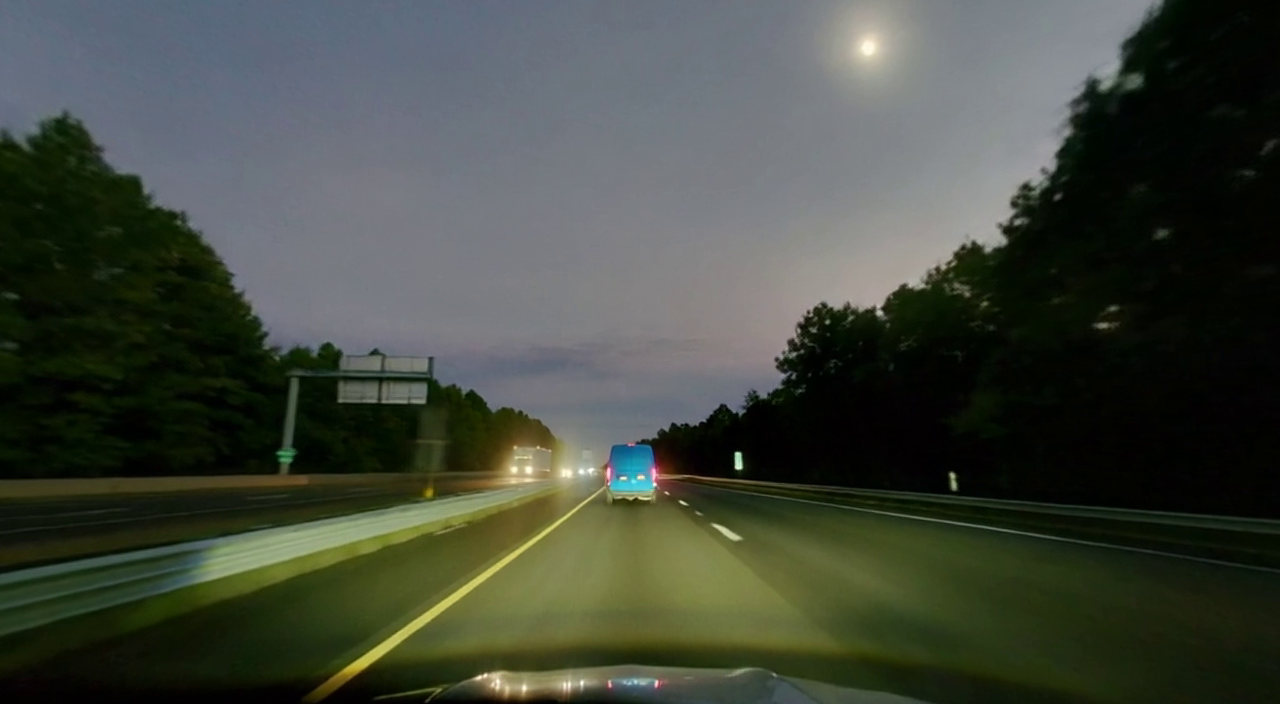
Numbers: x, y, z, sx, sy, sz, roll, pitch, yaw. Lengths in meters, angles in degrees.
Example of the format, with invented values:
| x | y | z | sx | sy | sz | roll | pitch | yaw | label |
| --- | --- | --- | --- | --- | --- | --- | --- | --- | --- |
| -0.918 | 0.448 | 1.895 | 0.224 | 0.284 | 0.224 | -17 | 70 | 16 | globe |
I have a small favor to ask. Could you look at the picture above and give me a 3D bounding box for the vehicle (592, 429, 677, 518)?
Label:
| x | y | z | sx | sy | sz | roll | pitch | yaw | label |
| --- | --- | --- | --- | --- | --- | --- | --- | --- | --- |
| -0.304 | 3.980 | 20.882 | 2.375 | 2.432 | 6.161 | 1 | -10 | -3 | vehicle |
